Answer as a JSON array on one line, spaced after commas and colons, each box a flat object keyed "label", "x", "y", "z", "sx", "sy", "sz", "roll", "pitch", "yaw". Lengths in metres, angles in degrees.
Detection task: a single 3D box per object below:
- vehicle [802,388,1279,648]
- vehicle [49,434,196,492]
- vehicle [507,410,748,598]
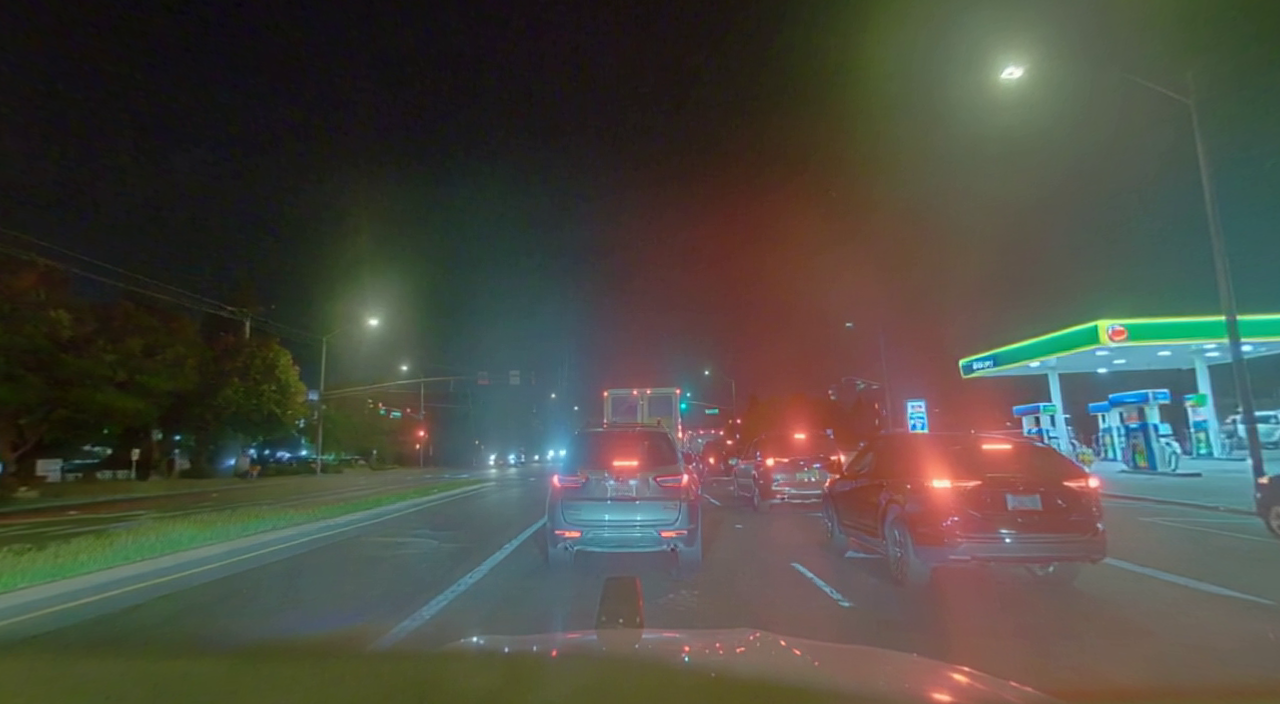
[{"label": "vehicle", "x": 3.365, "y": 1.419, "z": 6.471, "sx": 2.056, "sy": 1.700, "sz": 4.399, "roll": 0, "pitch": -9, "yaw": -3}, {"label": "vehicle", "x": -26.940, "y": 5.768, "z": 33.300, "sx": 2.571, "sy": 2.711, "sz": 6.027, "roll": 0, "pitch": -9, "yaw": 0}, {"label": "vehicle", "x": -0.147, "y": 1.611, "z": 7.462, "sx": 2.106, "sy": 1.613, "sz": 3.697, "roll": 0, "pitch": -9, "yaw": -1}]
